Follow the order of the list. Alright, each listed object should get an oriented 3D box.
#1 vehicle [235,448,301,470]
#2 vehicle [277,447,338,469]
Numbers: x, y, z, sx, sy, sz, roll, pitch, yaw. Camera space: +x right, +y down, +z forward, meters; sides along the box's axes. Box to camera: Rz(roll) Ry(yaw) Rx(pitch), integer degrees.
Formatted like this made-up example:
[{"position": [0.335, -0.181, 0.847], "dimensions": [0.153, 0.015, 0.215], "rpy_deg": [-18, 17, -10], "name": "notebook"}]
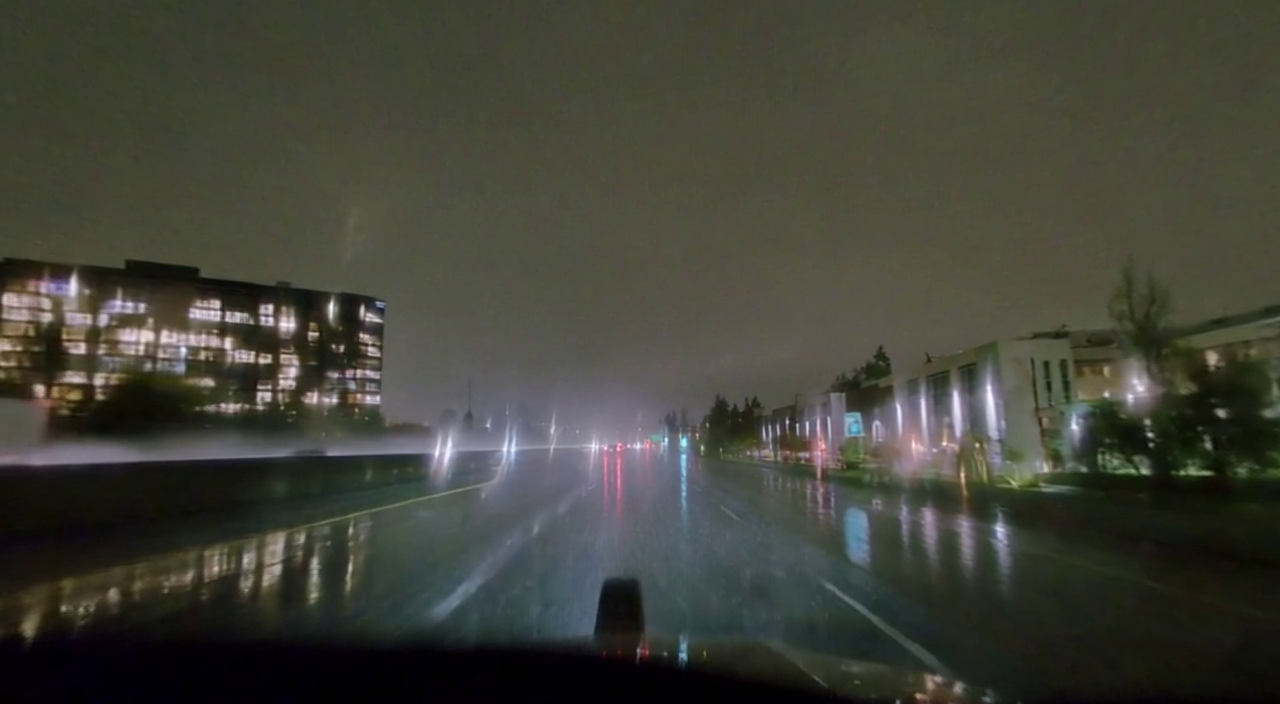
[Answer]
[{"position": [-28.171, 8.089, 47.922], "dimensions": [2.049, 1.517, 4.763], "rpy_deg": [0, -9, 1], "name": "vehicle"}, {"position": [-24.378, 7.742, 46.347], "dimensions": [1.925, 1.527, 4.646], "rpy_deg": [0, -9, 1], "name": "vehicle"}]
